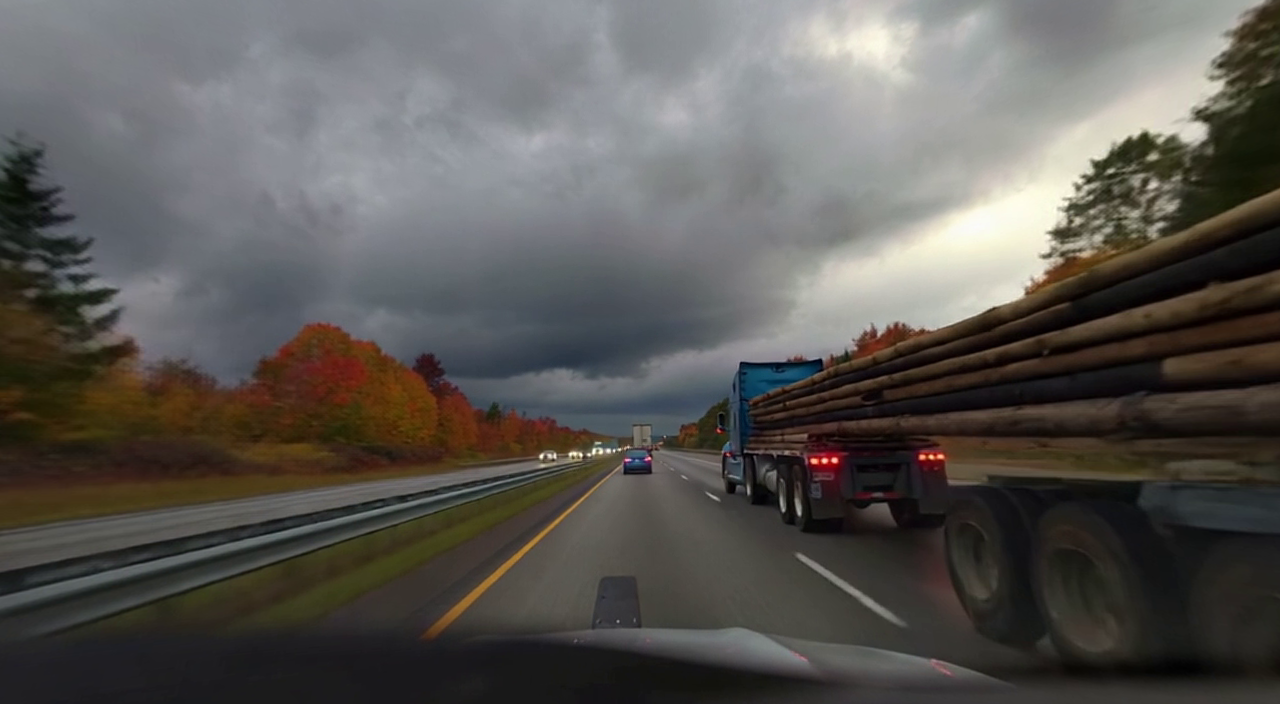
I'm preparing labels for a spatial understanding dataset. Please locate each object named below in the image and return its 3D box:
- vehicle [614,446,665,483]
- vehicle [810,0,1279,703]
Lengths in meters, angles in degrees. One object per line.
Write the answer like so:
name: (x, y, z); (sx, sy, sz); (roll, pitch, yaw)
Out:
vehicle: (-0.029, 4.965, 28.005); (2.099, 1.506, 4.097); (0, -9, 0)
vehicle: (3.986, 0.062, 4.467); (3.004, 3.923, 8.363); (0, -9, -1)
